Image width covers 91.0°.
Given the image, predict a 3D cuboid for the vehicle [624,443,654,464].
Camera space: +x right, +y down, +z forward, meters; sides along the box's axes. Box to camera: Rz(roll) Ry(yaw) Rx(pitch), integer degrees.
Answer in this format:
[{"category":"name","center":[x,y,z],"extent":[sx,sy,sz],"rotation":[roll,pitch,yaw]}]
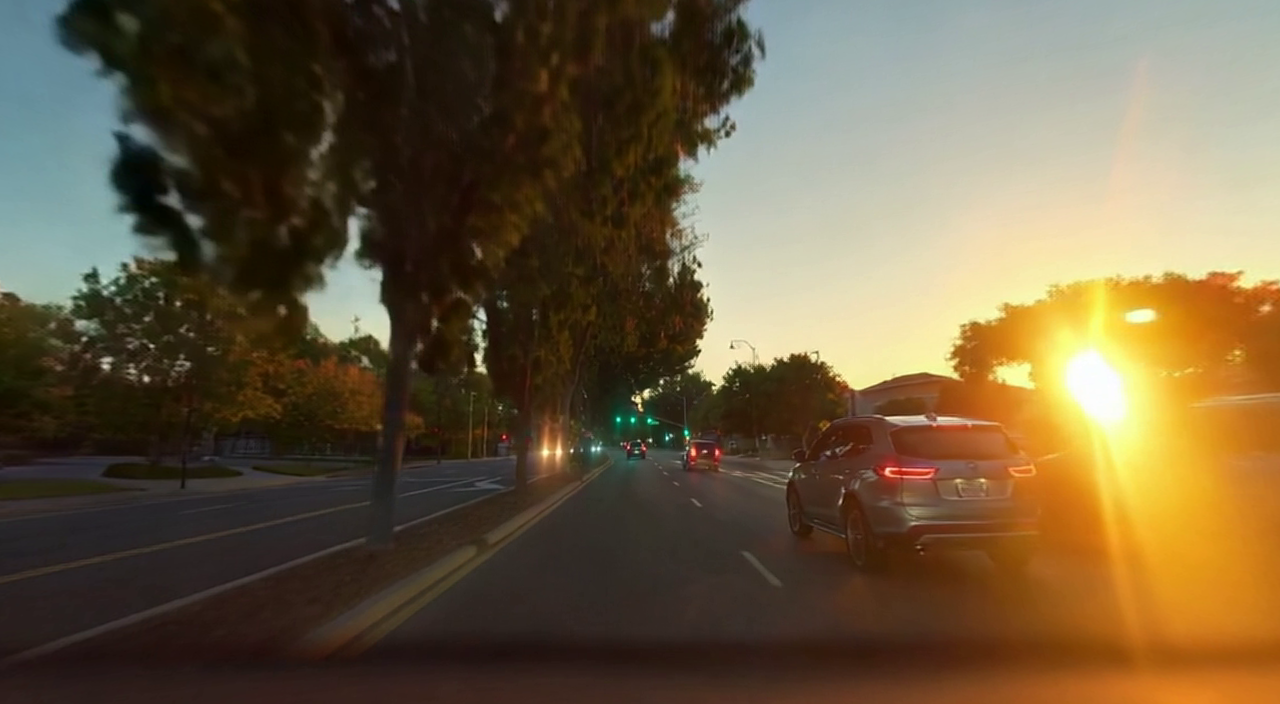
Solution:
[{"category":"vehicle","center":[-0.056,7.473,46.442],"extent":[2.131,1.474,4.146],"rotation":[0,-8,0]}]

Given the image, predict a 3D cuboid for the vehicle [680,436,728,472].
[{"category":"vehicle","center":[3.421,5.581,34.671],"extent":[2.085,1.828,5.383],"rotation":[0,-8,0]}]

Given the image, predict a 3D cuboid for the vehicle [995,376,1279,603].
[{"category":"vehicle","center":[7.263,1.595,7.835],"extent":[2.342,2.150,5.502],"rotation":[1,-8,-1]}]

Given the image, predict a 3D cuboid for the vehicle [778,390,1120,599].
[{"category":"vehicle","center":[3.268,1.604,7.916],"extent":[2.033,1.865,4.360],"rotation":[0,-8,0]}]
